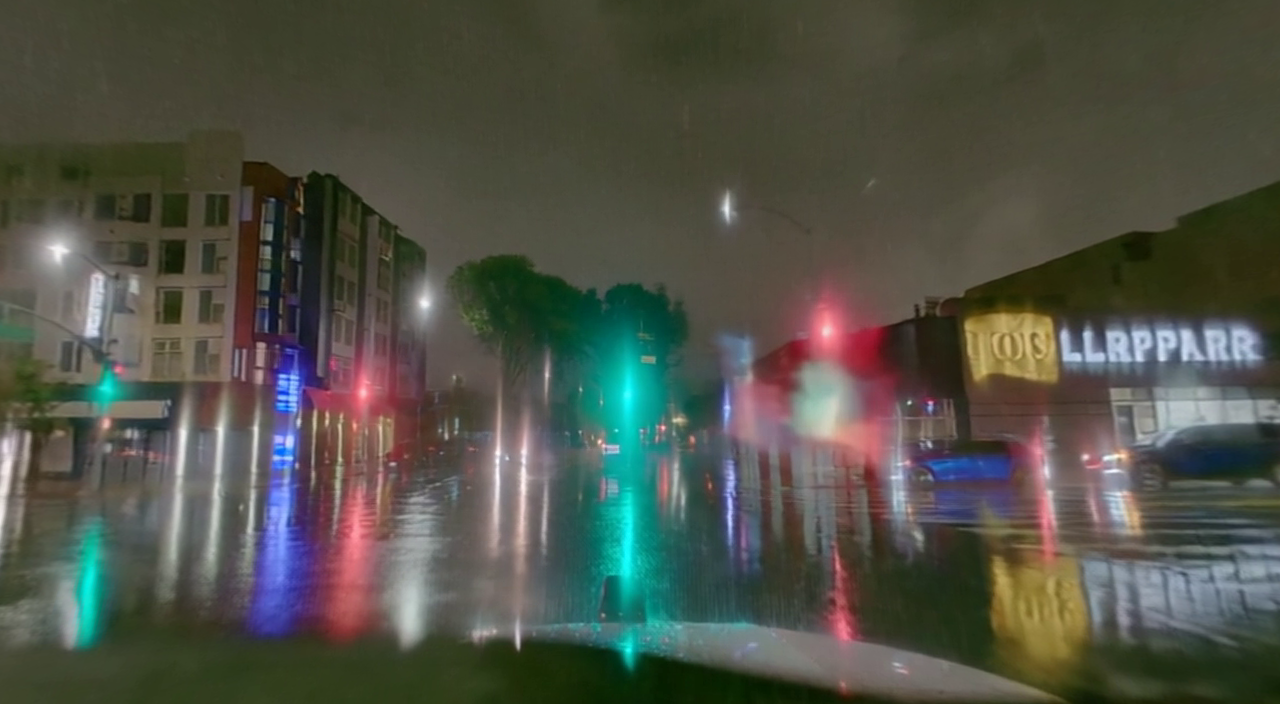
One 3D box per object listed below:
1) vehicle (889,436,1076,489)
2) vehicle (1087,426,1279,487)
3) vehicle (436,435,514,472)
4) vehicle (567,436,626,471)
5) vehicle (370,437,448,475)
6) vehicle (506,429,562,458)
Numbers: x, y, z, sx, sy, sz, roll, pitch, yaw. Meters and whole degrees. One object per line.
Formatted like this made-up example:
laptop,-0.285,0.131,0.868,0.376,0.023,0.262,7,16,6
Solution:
vehicle,9.982,3.264,18.732,4.426,1.446,1.795,-1,-8,6
vehicle,16.310,2.961,17.959,5.420,1.609,2.063,-1,-8,6
vehicle,-7.183,4.476,28.020,2.119,1.485,4.472,-1,-8,2
vehicle,-1.933,4.693,29.439,1.892,1.481,4.365,-1,-8,8
vehicle,-11.665,5.224,32.179,1.933,1.461,4.393,-5,-6,5
vehicle,-6.600,5.766,39.855,2.181,1.723,4.692,-1,-8,7
